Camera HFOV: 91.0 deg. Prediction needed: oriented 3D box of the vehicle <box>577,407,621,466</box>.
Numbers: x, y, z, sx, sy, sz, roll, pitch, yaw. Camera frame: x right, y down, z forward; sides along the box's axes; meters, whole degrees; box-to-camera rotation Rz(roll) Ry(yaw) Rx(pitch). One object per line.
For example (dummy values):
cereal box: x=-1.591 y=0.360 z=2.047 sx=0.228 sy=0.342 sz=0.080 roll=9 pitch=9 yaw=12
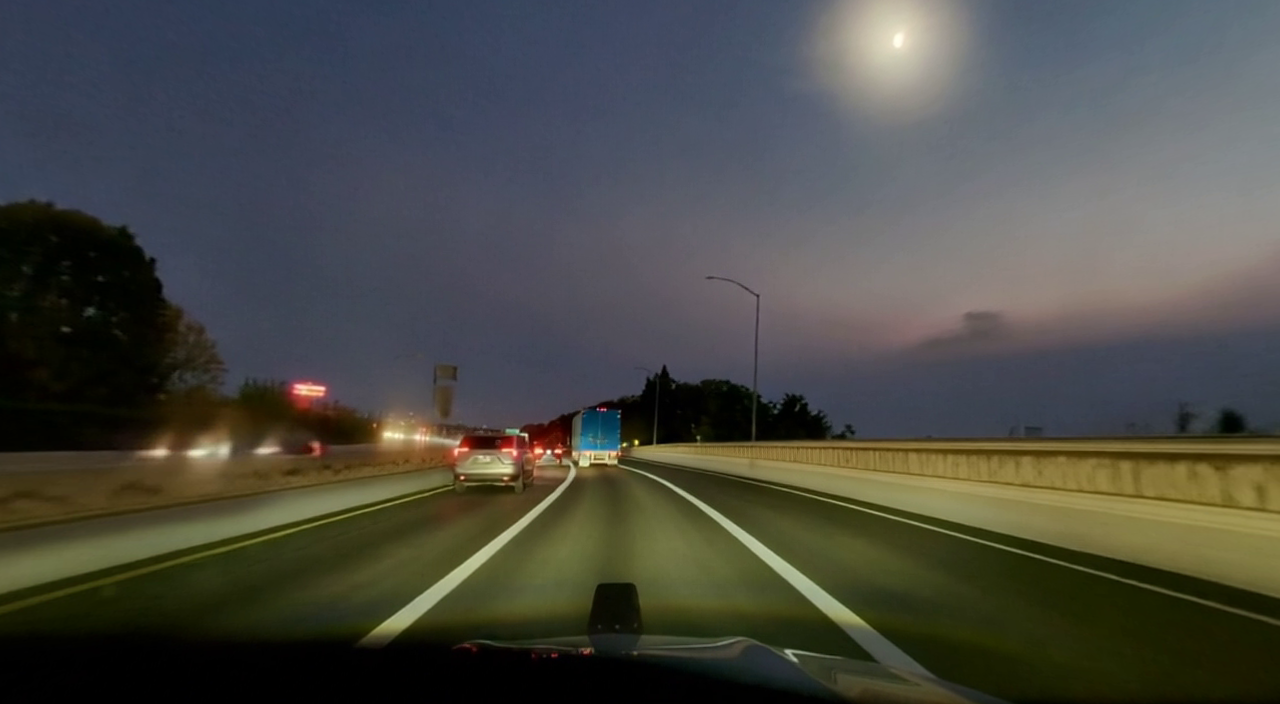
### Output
vehicle: x=-3.293 y=6.740 z=49.643 sx=2.959 sy=3.975 sz=12.918 roll=1 pitch=-9 yaw=-4

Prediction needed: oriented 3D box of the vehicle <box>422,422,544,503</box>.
vehicle: x=-3.745 y=2.732 z=15.925 sx=2.041 sy=1.734 sz=4.391 roll=1 pitch=-9 yaw=-2

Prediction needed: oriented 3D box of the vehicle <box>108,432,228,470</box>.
vehicle: x=-20.386 y=4.309 z=27.479 sx=1.926 sy=1.488 sz=4.413 roll=1 pitch=-9 yaw=-2

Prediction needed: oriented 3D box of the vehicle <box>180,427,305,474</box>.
vehicle: x=-13.881 y=3.493 z=22.332 sx=1.829 sy=1.490 sz=4.148 roll=1 pitch=-9 yaw=-2
